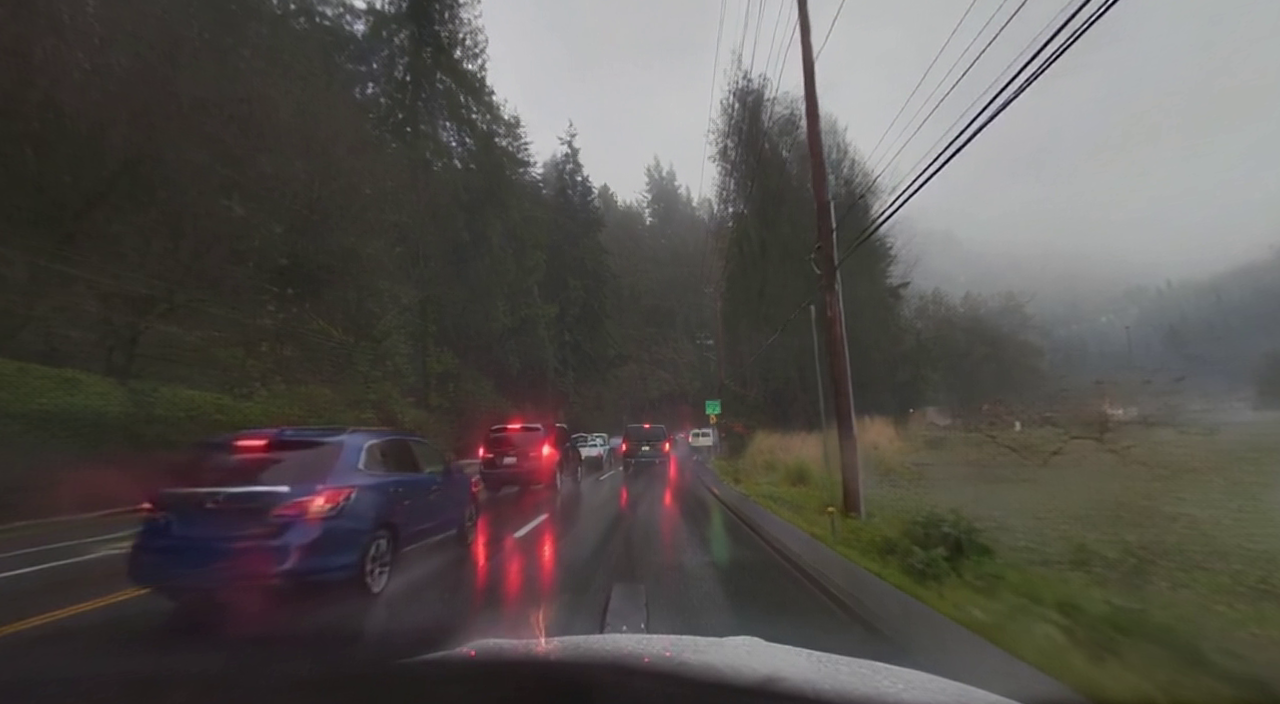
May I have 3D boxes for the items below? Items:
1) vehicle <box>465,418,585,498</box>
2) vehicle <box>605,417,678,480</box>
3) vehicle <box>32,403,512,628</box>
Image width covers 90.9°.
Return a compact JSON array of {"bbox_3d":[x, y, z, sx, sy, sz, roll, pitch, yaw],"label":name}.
[{"bbox_3d":[-2.797,2.734,16.578,2.062,1.796,4.657,-1,-8,3],"label":"vehicle"},{"bbox_3d":[0.136,3.279,21.537,2.241,1.912,4.095,-1,-8,3],"label":"vehicle"},{"bbox_3d":[-3.078,1.474,6.841,2.180,1.546,4.755,0,-8,2],"label":"vehicle"}]
